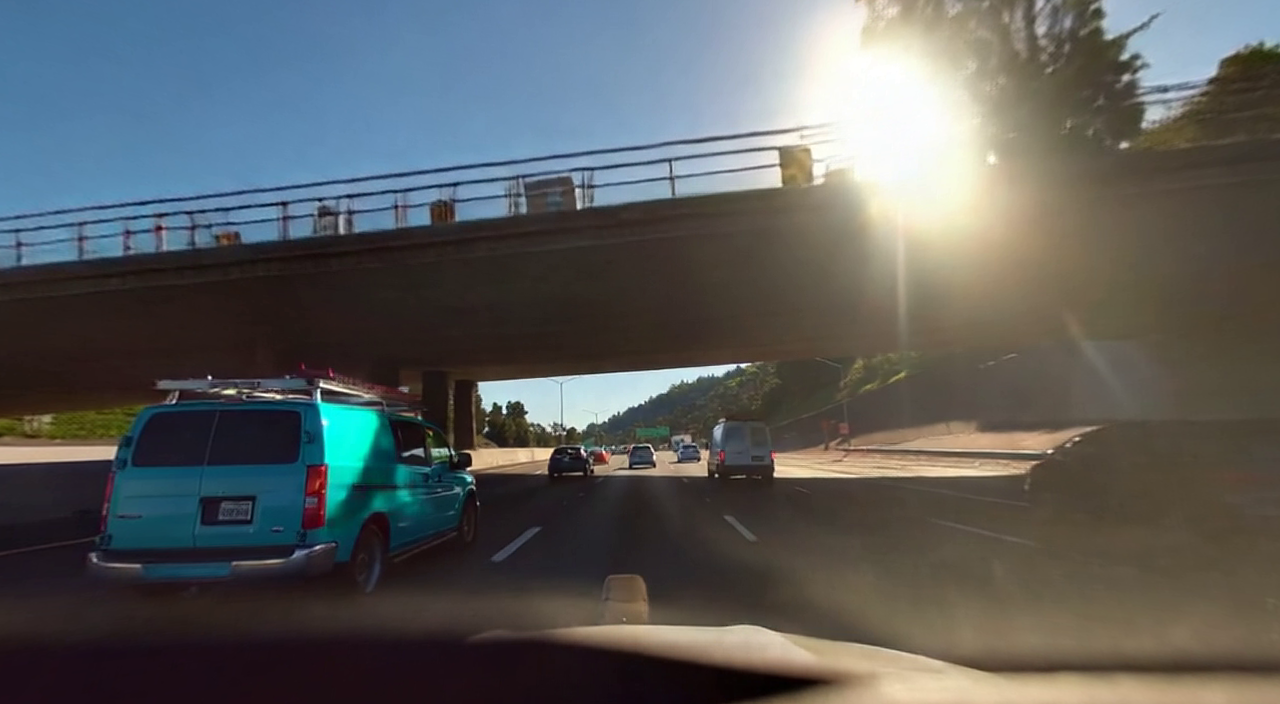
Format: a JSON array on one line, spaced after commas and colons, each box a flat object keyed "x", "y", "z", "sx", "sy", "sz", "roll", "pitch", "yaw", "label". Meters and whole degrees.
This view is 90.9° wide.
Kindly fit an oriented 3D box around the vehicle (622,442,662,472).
[{"x": 0.107, "y": 5.965, "z": 36.072, "sx": 2.115, "sy": 1.617, "sz": 4.102, "roll": 0, "pitch": -9, "yaw": 0, "label": "vehicle"}]

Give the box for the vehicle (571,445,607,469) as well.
[{"x": -3.352, "y": 6.989, "z": 42.203, "sx": 1.970, "sy": 1.483, "sz": 4.071, "roll": 0, "pitch": -9, "yaw": 1, "label": "vehicle"}]

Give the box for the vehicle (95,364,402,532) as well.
[{"x": -7.589, "y": 2.029, "z": 13.534, "sx": 2.336, "sy": 2.708, "sz": 6.421, "roll": 0, "pitch": -9, "yaw": 1, "label": "vehicle"}]

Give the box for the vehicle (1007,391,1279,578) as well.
[{"x": 7.509, "y": 1.571, "z": 7.958, "sx": 2.304, "sy": 1.840, "sz": 5.706, "roll": 0, "pitch": -9, "yaw": 0, "label": "vehicle"}]

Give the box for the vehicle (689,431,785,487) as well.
[{"x": 3.571, "y": 4.127, "z": 24.643, "sx": 2.777, "sy": 1.895, "sz": 5.710, "roll": 0, "pitch": -9, "yaw": -1, "label": "vehicle"}]
